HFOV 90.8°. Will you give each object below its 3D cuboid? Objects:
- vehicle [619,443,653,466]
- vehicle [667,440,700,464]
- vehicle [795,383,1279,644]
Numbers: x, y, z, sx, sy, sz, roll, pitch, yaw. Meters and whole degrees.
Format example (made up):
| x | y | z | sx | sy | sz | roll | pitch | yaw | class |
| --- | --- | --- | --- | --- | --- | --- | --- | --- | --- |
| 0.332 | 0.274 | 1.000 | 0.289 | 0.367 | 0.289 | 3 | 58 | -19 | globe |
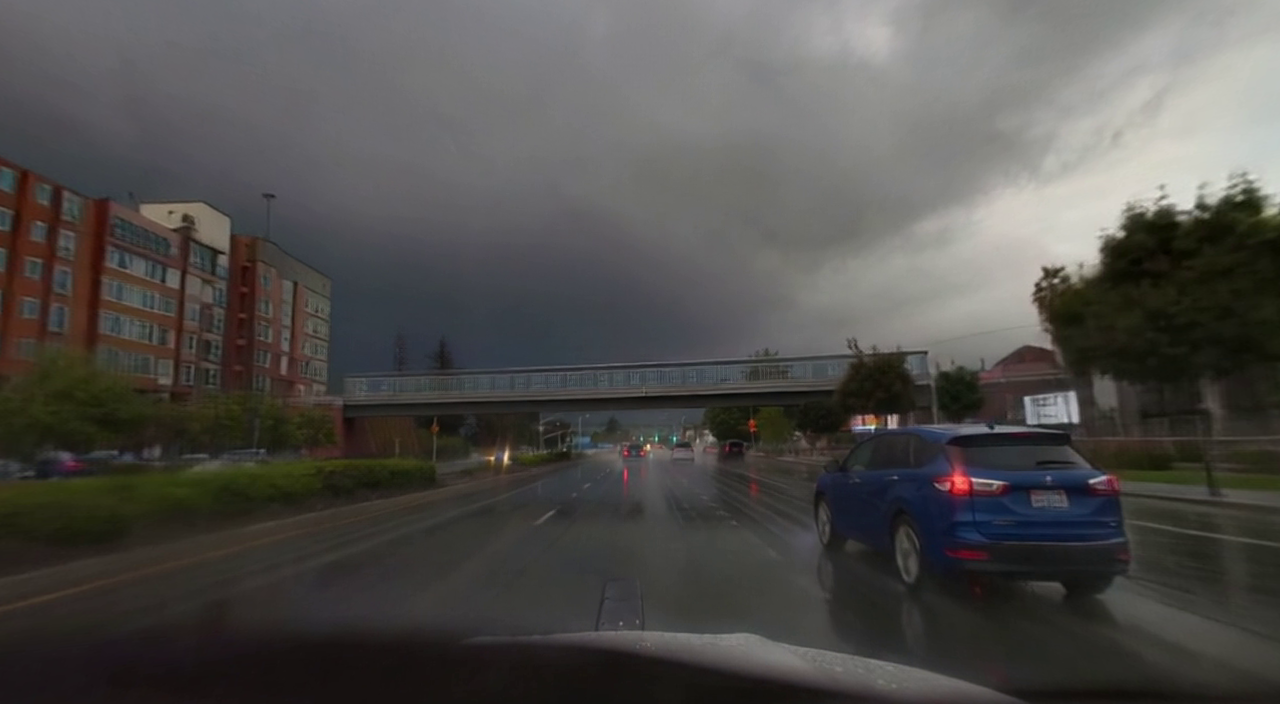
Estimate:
| x | y | z | sx | sy | sz | roll | pitch | yaw | class |
| --- | --- | --- | --- | --- | --- | --- | --- | --- | --- |
| -0.260 | 6.873 | 42.577 | 2.173 | 1.498 | 4.528 | 0 | -8 | 0 | vehicle |
| 3.265 | 7.623 | 48.182 | 2.165 | 1.708 | 3.928 | 0 | -8 | -2 | vehicle |
| 3.281 | 1.422 | 6.640 | 2.130 | 1.741 | 4.665 | 0 | -8 | 0 | vehicle |
